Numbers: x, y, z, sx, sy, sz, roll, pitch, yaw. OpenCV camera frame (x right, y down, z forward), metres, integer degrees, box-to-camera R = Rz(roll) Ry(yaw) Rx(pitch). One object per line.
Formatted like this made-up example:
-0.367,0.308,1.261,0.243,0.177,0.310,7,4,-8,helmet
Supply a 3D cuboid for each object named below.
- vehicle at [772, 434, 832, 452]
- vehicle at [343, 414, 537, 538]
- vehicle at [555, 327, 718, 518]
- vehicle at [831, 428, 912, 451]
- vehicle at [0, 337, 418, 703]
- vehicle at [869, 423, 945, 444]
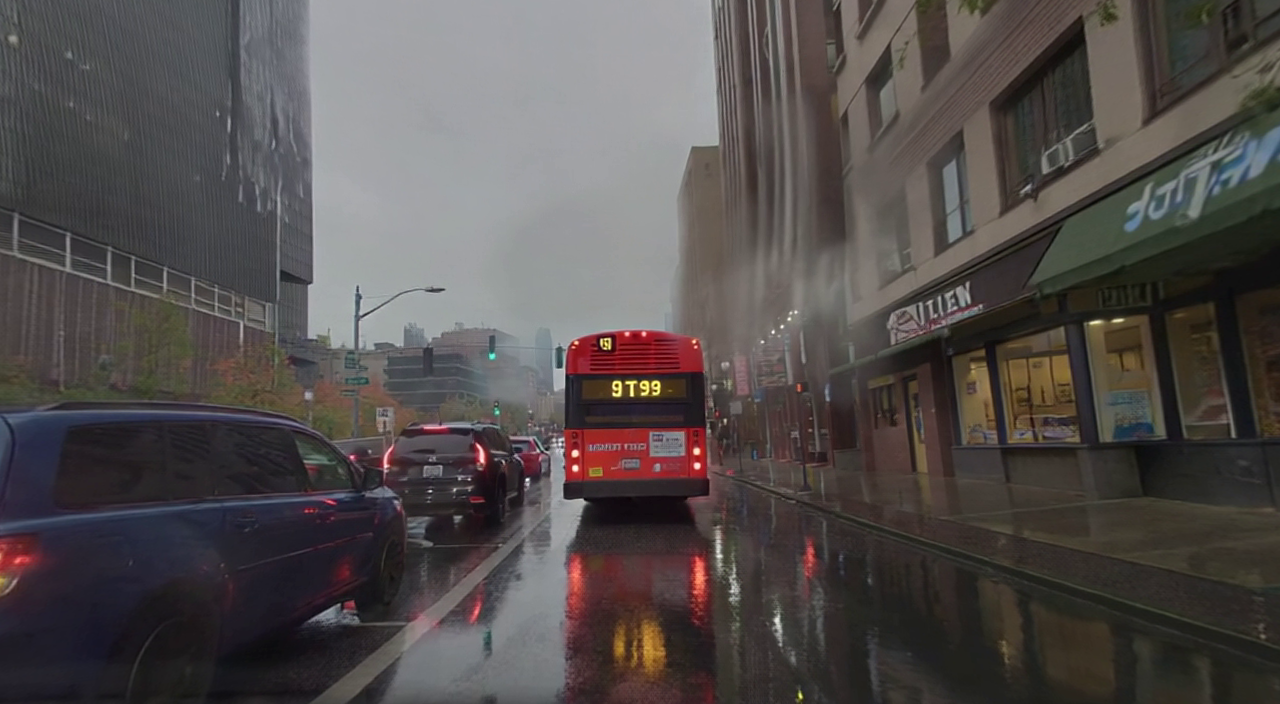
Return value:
11.943,6.730,46.687,3.949,1.337,1.738,1,-9,-4,vehicle
-3.348,2.194,11.775,2.096,1.828,4.669,0,-8,0,vehicle
-0.299,1.994,16.537,2.938,3.468,9.972,0,-8,-3,vehicle
15.626,5.969,42.893,4.774,1.492,1.802,0,-9,3,vehicle
-3.209,1.090,3.975,2.020,1.725,4.384,0,-8,0,vehicle
19.933,6.095,47.203,4.827,1.555,1.863,1,-9,-6,vehicle
